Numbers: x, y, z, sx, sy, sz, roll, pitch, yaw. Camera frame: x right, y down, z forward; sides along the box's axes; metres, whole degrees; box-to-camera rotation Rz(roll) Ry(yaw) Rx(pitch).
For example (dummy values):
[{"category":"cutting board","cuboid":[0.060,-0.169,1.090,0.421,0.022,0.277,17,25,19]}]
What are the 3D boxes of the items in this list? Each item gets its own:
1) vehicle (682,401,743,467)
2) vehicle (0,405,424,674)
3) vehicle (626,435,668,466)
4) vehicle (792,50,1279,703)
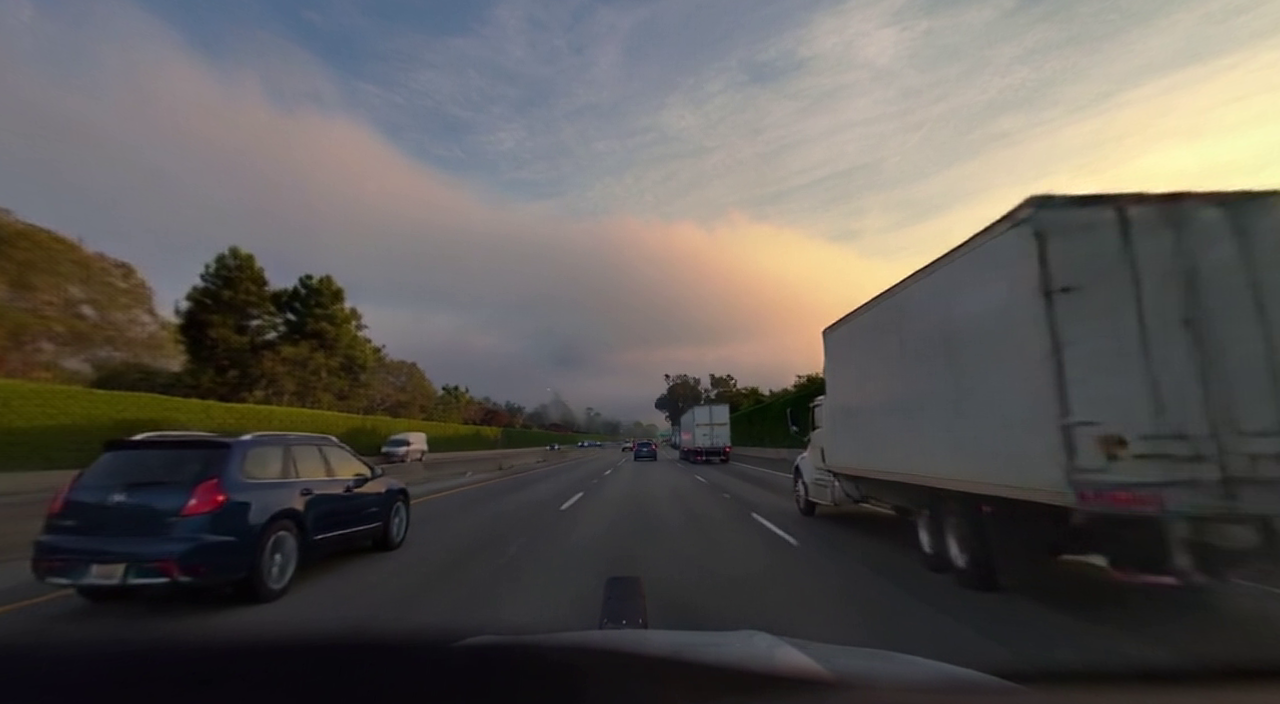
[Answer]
[{"category":"vehicle","cuboid":[5.098,6.216,47.207,3.117,4.150,13.929,0,-8,1]},{"category":"vehicle","cuboid":[-3.682,1.347,5.646,1.988,1.488,4.113,0,-8,1]},{"category":"vehicle","cuboid":[0.431,5.998,38.434,2.389,1.760,4.473,0,-8,0]},{"category":"vehicle","cuboid":[4.097,0.648,7.220,2.742,3.383,8.285,0,-8,1]}]
